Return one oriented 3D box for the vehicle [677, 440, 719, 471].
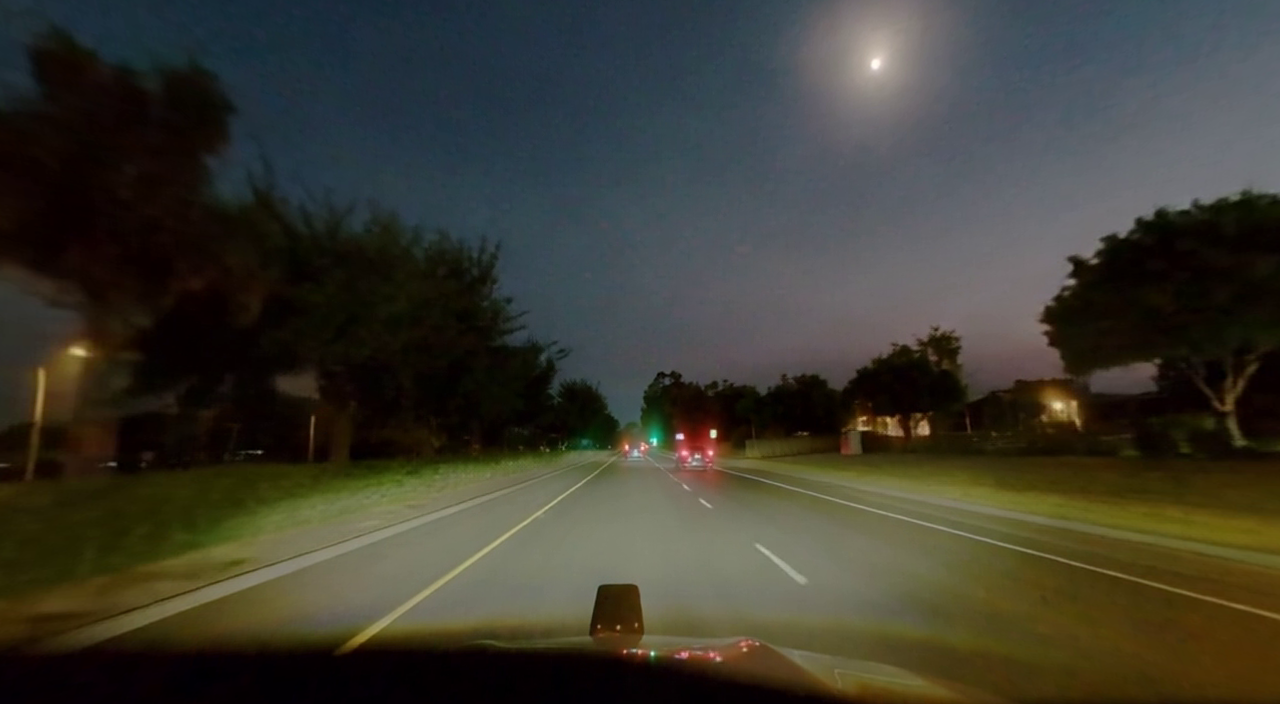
[{"bbox_3d":[3.204,5.842,35.749,1.888,1.640,4.044,0,-8,-2],"label":"vehicle"}]
